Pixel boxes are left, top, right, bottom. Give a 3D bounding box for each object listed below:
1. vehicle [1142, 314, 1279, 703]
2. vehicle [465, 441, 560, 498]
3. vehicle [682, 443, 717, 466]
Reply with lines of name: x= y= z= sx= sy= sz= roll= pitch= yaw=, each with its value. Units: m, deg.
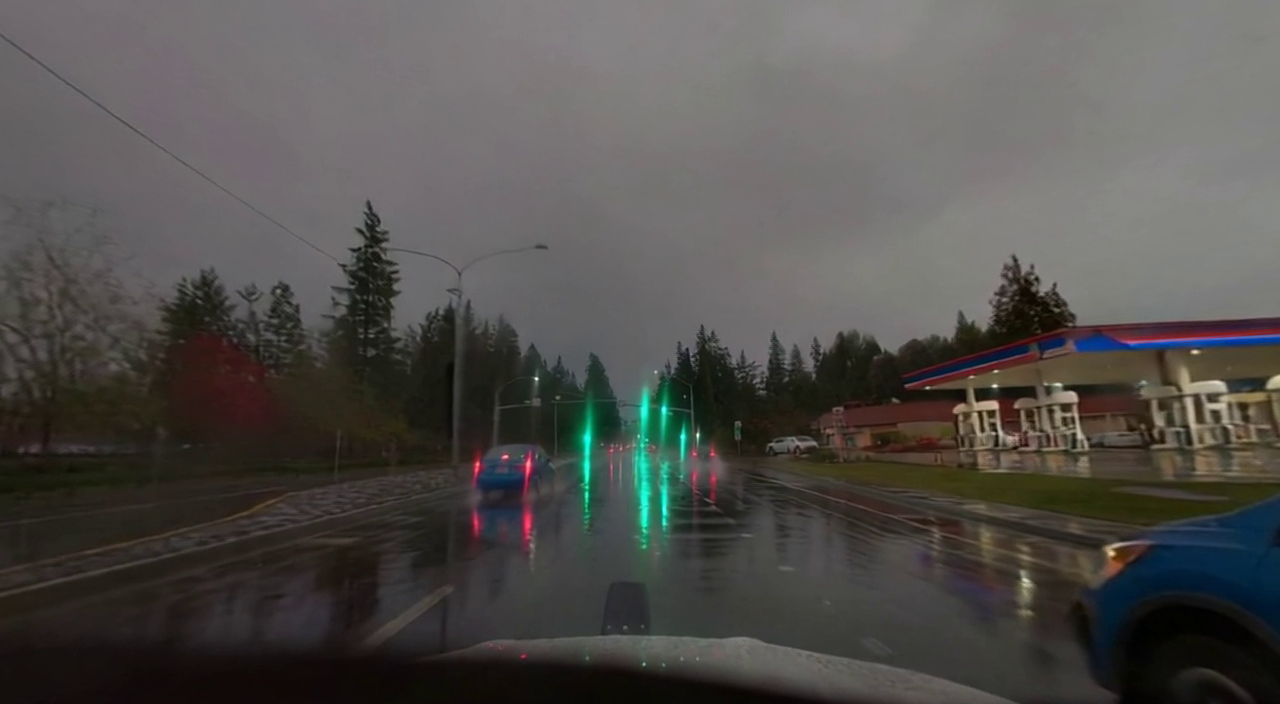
vehicle: x=3.181 y=0.496 z=0.342 sx=2.041 sy=1.764 sz=4.550 roll=0 pitch=-8 yaw=0
vehicle: x=-3.578 y=3.369 z=18.586 sx=1.803 sy=1.463 sz=4.422 roll=0 pitch=-8 yaw=1
vehicle: x=3.974 y=6.898 z=42.627 sx=1.883 sy=1.465 sz=3.975 roll=0 pitch=-8 yaw=-1
